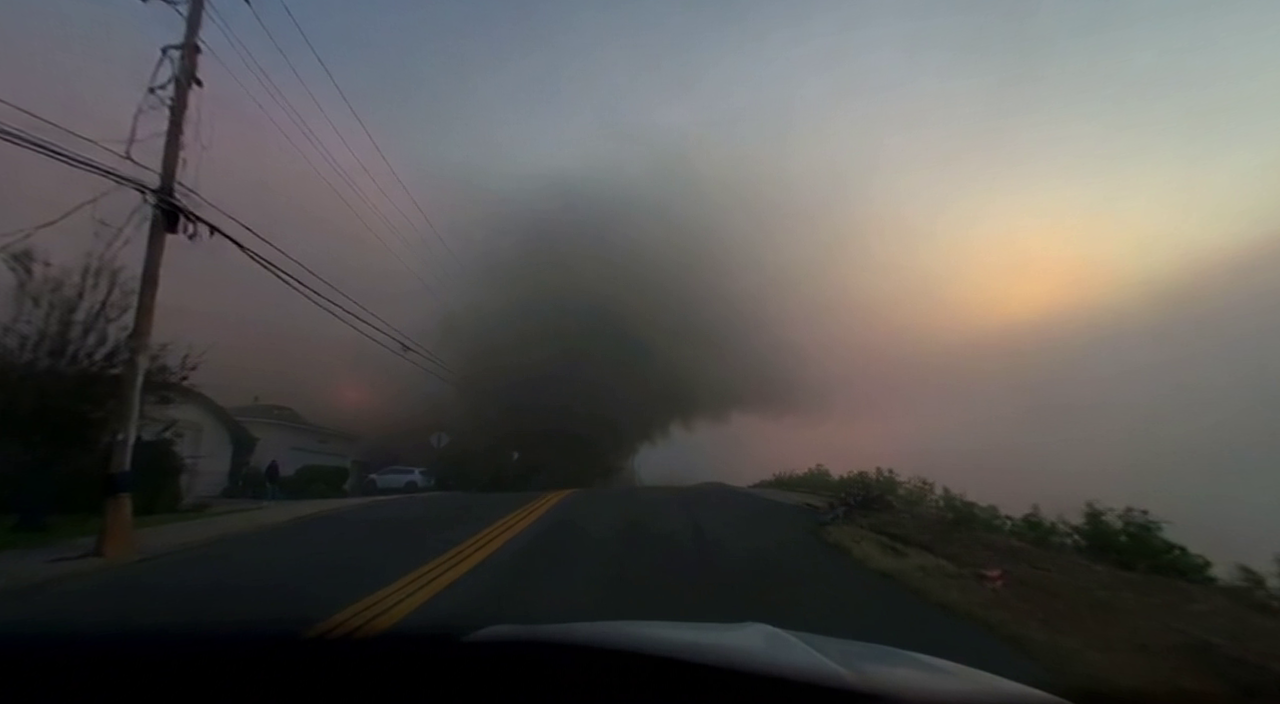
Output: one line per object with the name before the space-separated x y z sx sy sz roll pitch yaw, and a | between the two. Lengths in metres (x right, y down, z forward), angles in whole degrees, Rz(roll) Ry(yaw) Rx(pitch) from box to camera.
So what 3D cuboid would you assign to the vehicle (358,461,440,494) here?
vehicle | -16.627 8.718 43.992 2.301 2.081 6.706 -3 -11 8
